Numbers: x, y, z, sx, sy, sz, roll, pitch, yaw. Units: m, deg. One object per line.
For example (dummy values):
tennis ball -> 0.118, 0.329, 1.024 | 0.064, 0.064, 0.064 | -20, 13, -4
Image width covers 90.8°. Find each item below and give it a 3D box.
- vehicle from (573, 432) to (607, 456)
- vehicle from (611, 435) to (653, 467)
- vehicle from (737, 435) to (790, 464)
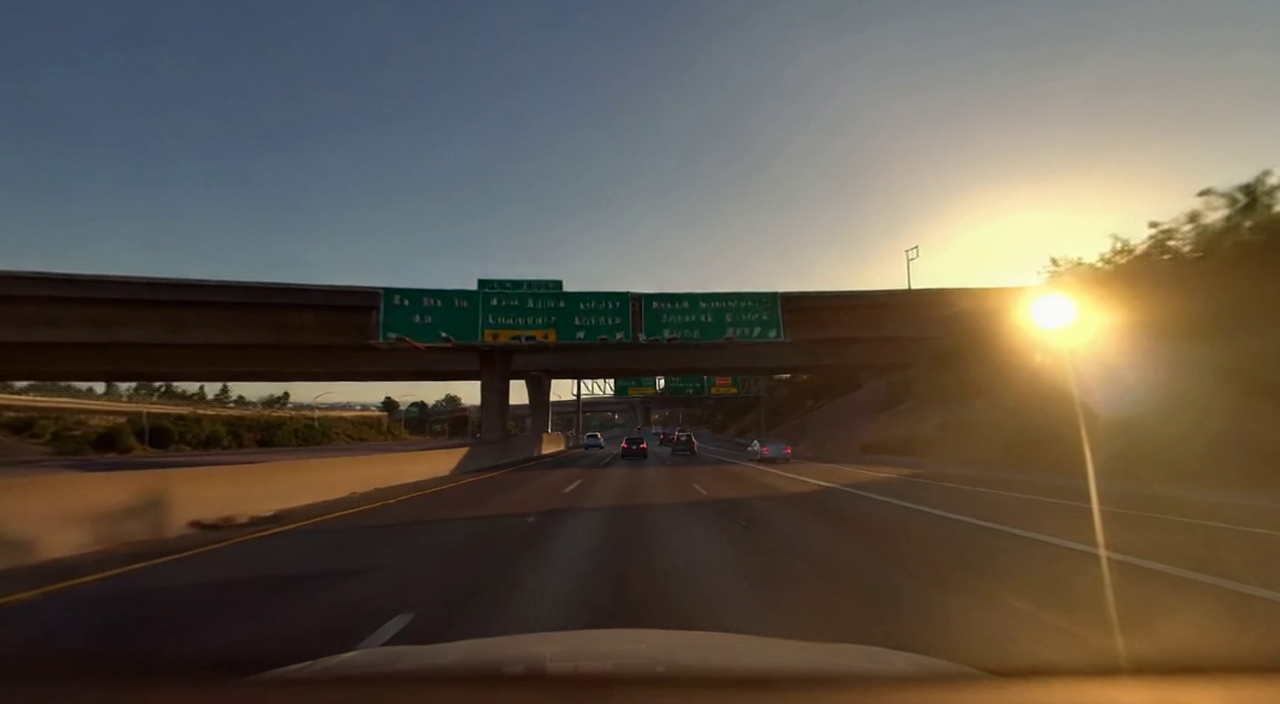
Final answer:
vehicle -> -3.662, 6.901, 47.213 | 2.123, 1.661, 4.601 | 0, -8, 0
vehicle -> -0.417, 4.956, 31.767 | 1.985, 1.457, 4.227 | 0, -8, -1
vehicle -> 6.787, 5.406, 35.233 | 1.935, 1.478, 4.433 | 0, -8, -2
